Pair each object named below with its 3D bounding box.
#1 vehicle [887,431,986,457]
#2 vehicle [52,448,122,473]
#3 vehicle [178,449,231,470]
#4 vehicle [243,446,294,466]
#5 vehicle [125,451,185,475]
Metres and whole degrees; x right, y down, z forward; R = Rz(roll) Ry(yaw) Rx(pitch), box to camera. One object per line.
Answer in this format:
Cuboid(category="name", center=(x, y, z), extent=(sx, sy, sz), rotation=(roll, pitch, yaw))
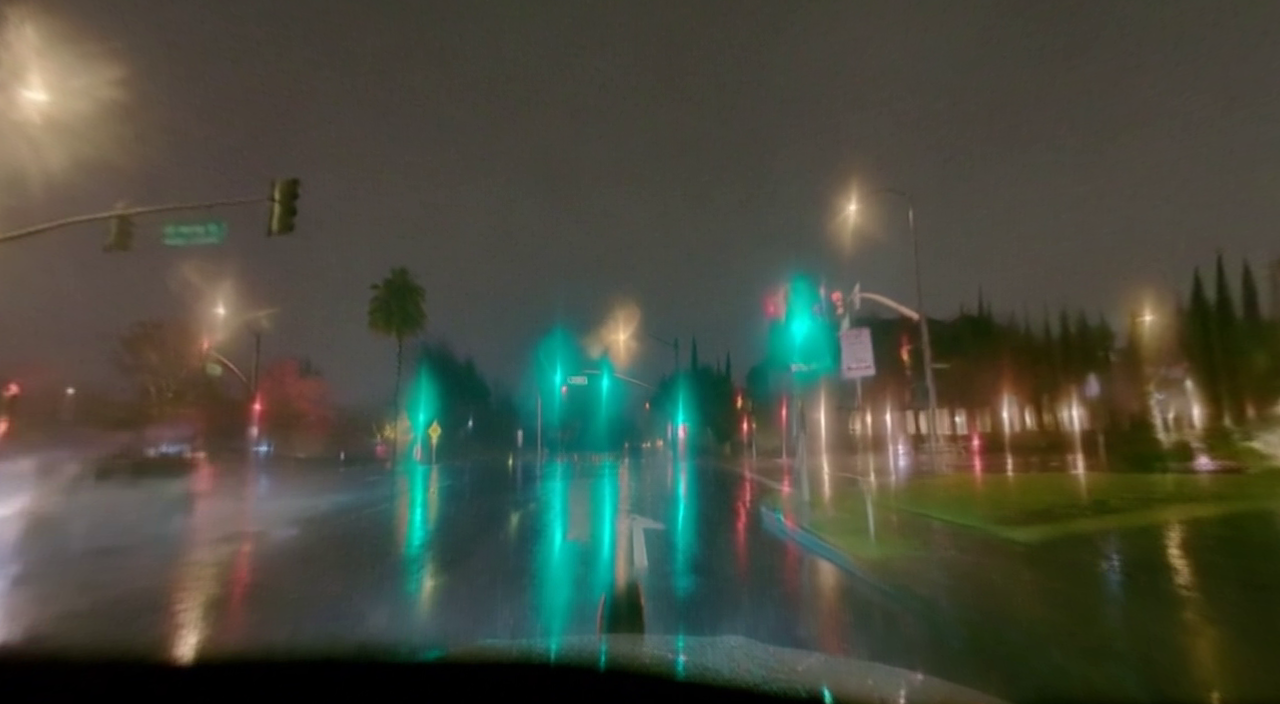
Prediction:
Cuboid(category="vehicle", center=(16.905, 5.286, 36.213), extent=(4.720, 1.410, 1.784), rotation=(-1, -8, 9))
Cuboid(category="vehicle", center=(-38.812, 7.601, 44.461), extent=(1.959, 1.590, 4.105), rotation=(2, -9, -15))
Cuboid(category="vehicle", center=(-31.929, 7.891, 46.457), extent=(1.816, 1.423, 4.126), rotation=(2, -9, -14))
Cuboid(category="vehicle", center=(-27.648, 7.738, 47.143), extent=(1.665, 1.386, 4.012), rotation=(1, -8, -6))
Cuboid(category="vehicle", center=(-34.745, 7.918, 45.363), extent=(2.000, 1.582, 4.063), rotation=(3, -9, -16))
